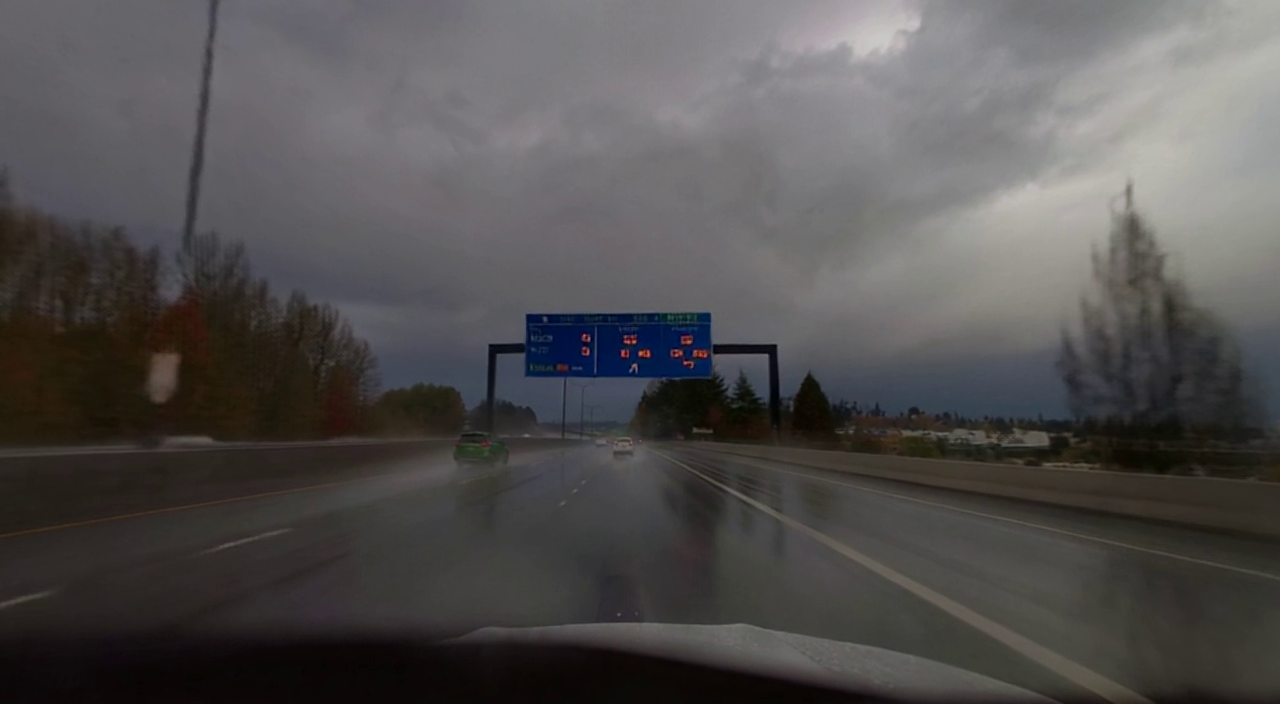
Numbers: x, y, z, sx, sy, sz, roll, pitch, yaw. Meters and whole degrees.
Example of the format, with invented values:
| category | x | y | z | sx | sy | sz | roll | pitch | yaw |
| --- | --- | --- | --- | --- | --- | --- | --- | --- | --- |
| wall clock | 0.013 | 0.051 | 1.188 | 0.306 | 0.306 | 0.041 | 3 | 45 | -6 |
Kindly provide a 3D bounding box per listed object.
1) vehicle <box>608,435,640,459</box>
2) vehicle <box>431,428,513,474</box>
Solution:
| category | x | y | z | sx | sy | sz | roll | pitch | yaw |
| --- | --- | --- | --- | --- | --- | --- | --- | --- | --- |
| vehicle | -1.013 | 6.264 | 41.747 | 2.010 | 1.534 | 4.013 | 0 | -8 | 0 |
| vehicle | -6.751 | 4.007 | 25.829 | 2.111 | 1.689 | 4.505 | 0 | -8 | 0 |
